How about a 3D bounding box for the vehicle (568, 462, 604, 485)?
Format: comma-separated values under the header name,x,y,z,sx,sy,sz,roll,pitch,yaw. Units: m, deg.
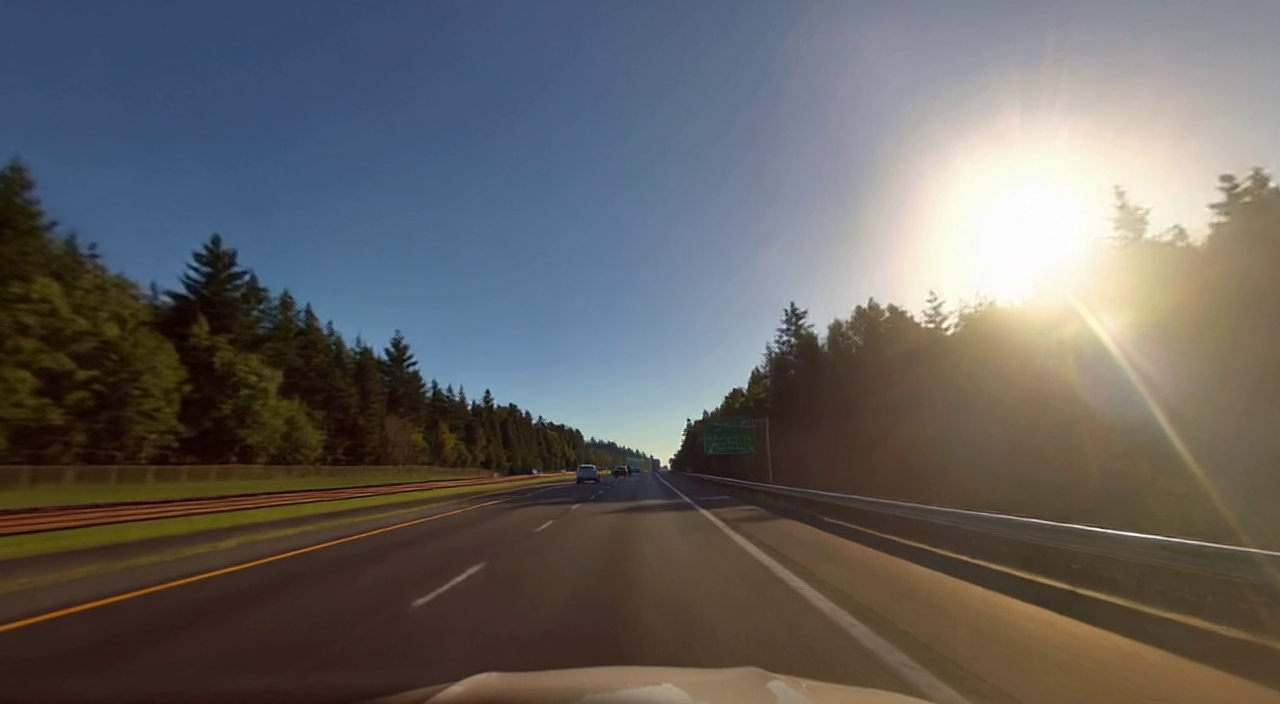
name,x,y,z,sx,sy,sz,roll,pitch,yaw
vehicle,-3.883,8.906,46.292,2.180,1.618,4.219,1,-10,1
